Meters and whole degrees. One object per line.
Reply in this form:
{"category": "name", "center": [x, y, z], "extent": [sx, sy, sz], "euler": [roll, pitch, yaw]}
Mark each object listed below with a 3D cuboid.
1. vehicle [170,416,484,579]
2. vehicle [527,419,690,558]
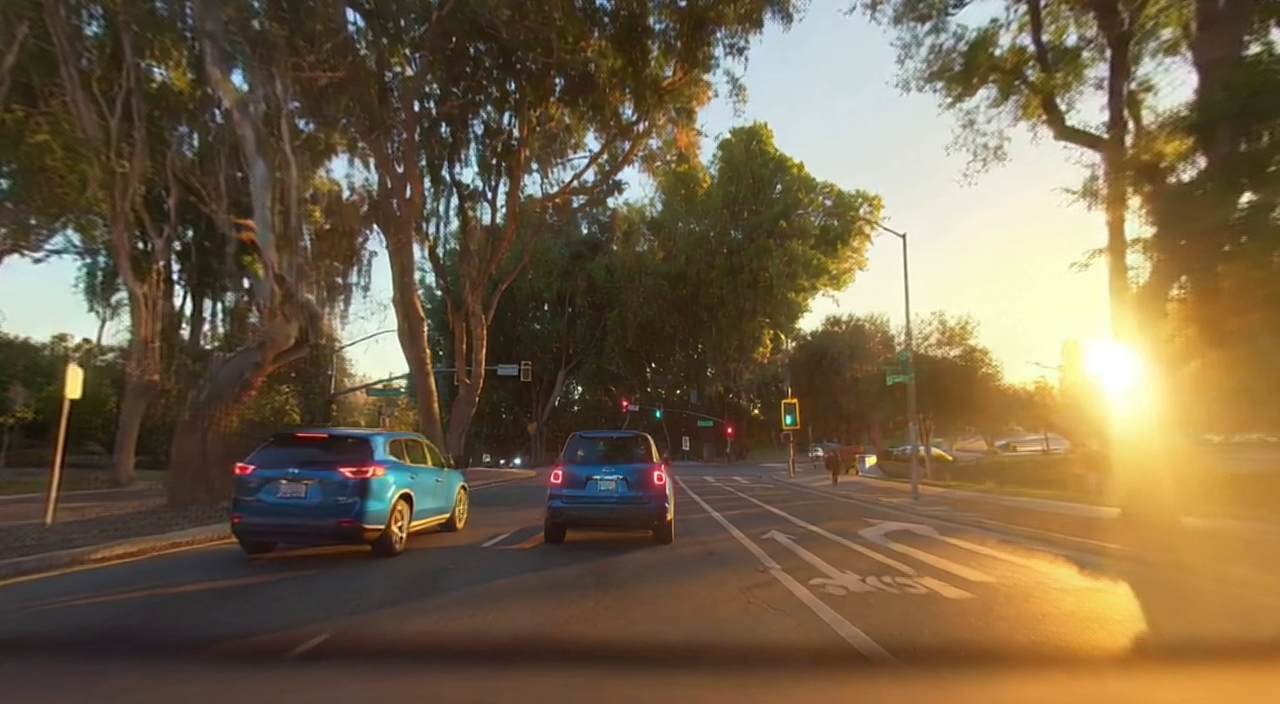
{"category": "vehicle", "center": [-3.849, 1.864, 8.919], "extent": [2.009, 1.673, 4.454], "euler": [0, -9, 2]}
{"category": "vehicle", "center": [-0.367, 2.170, 10.860], "extent": [2.131, 1.793, 5.016], "euler": [0, -9, 1]}
